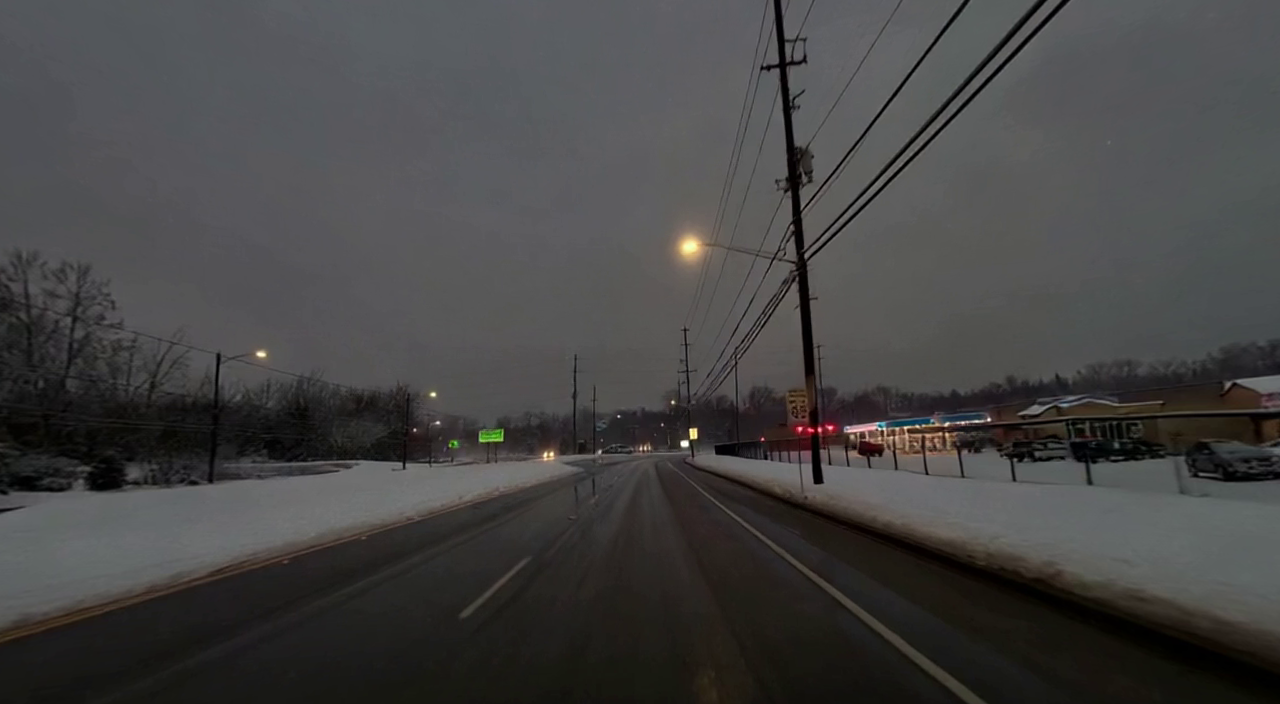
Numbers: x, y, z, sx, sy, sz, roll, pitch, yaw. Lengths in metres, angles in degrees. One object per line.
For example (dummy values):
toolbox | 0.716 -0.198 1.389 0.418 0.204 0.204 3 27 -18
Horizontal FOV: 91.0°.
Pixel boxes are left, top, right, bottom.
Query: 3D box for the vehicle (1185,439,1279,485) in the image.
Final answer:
vehicle | 26.115 4.635 26.665 1.915 1.741 5.301 -3 -10 10

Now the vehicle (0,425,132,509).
vehicle | -30.779 5.658 31.106 2.974 3.806 10.161 -1 -9 -1
